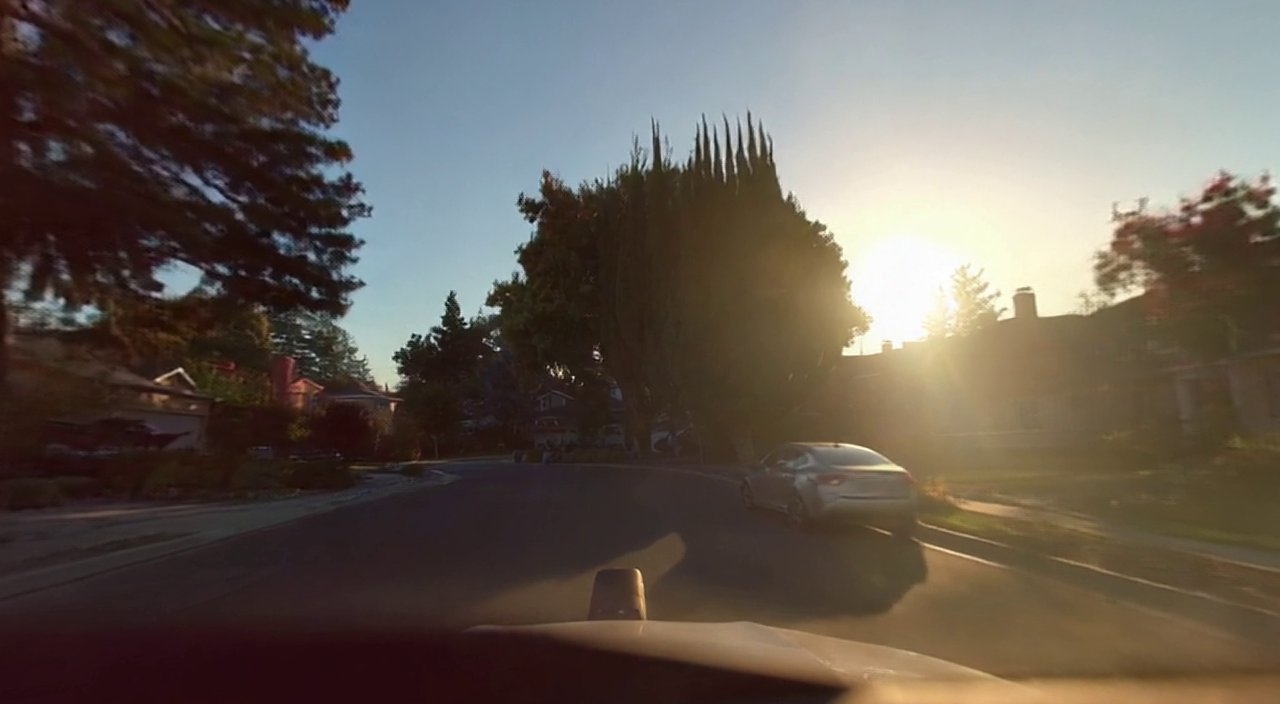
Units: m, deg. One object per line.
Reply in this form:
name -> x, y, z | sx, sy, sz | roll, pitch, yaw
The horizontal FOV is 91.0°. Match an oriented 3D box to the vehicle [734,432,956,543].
vehicle -> 3.159, 2.189, 10.969 | 1.998, 1.489, 4.722 | 0, -8, -4

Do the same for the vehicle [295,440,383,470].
vehicle -> -18.064, 6.176, 37.835 | 4.330, 1.657, 2.037 | -2, -9, 14
